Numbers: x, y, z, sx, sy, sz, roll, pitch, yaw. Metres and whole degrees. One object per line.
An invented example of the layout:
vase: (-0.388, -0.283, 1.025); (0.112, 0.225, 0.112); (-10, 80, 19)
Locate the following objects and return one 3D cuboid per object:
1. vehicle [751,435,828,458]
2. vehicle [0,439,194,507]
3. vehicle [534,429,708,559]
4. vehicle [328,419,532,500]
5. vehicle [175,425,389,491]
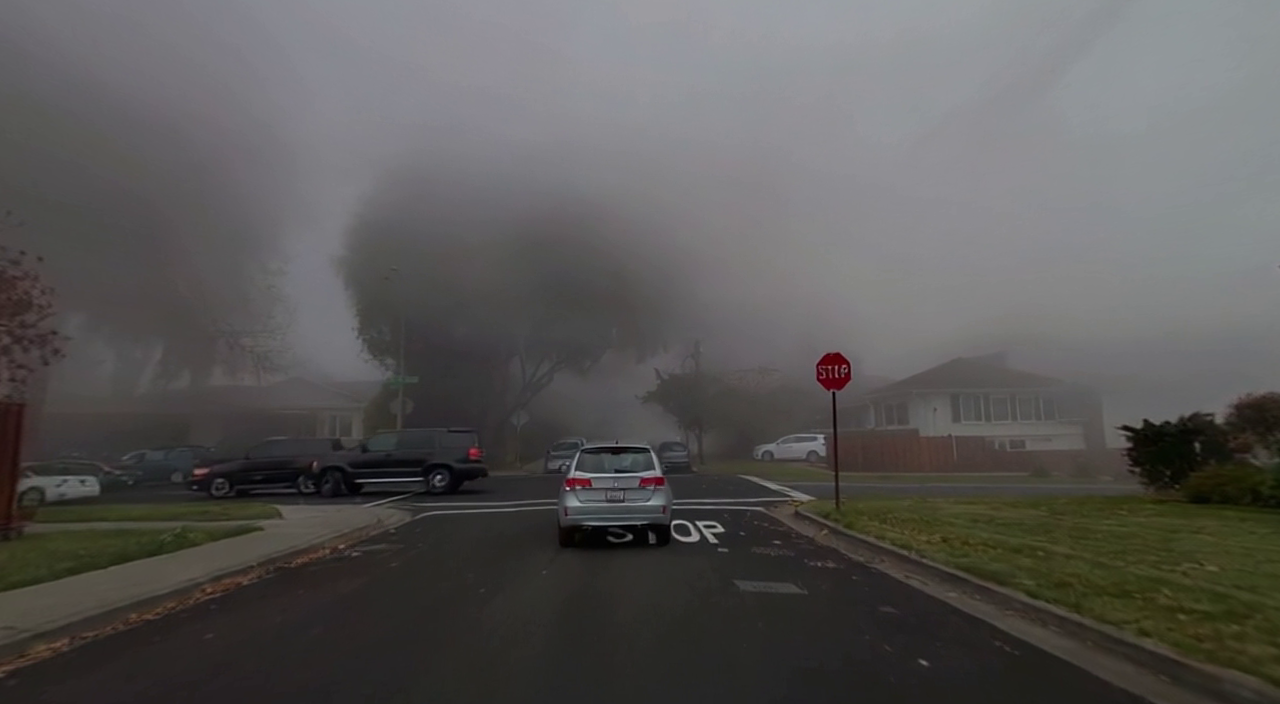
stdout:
vehicle: (11.356, 7.224, 47.970); (5.379, 1.731, 2.080); (0, -8, -1)
vehicle: (-15.286, 3.374, 17.290); (4.521, 1.447, 1.913); (-4, -13, 0)
vehicle: (-0.248, 1.961, 9.413); (2.010, 1.499, 4.107); (0, -8, -1)
vehicle: (-6.643, 3.329, 19.823); (5.941, 2.187, 2.730); (-5, -10, 29)
vehicle: (-12.290, 3.626, 21.727); (6.308, 2.057, 2.353); (-2, -9, 12)
